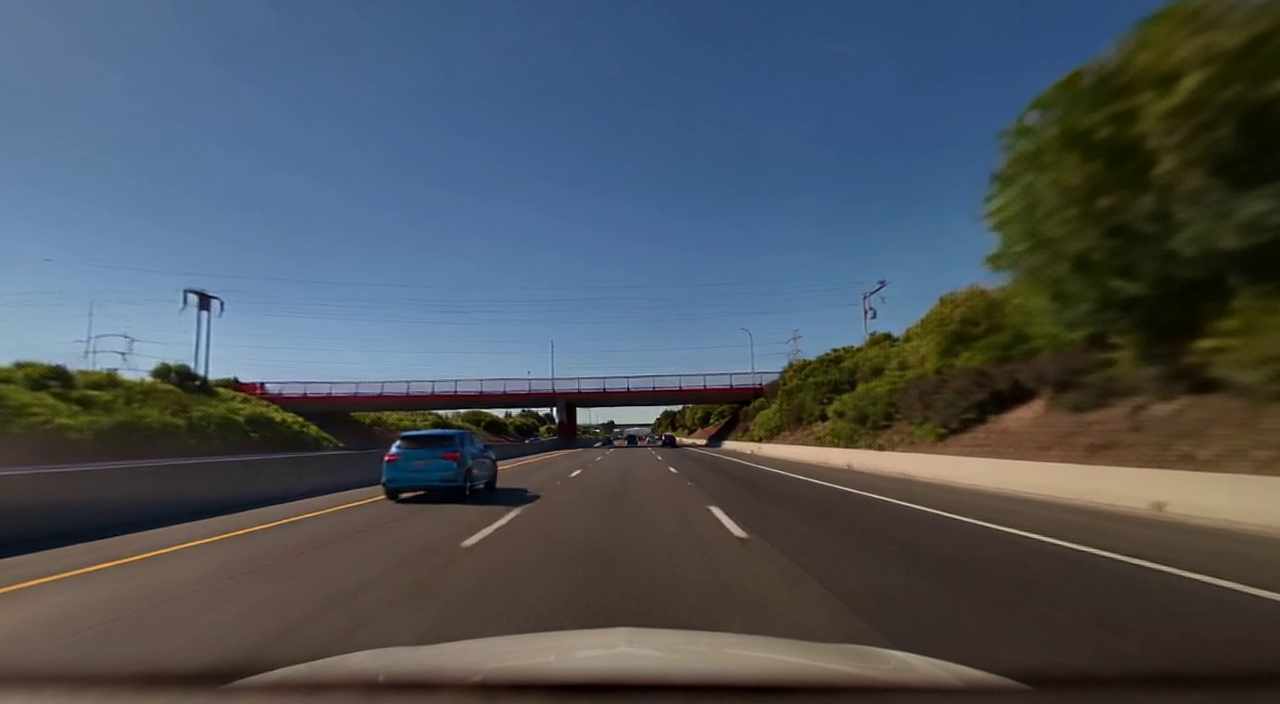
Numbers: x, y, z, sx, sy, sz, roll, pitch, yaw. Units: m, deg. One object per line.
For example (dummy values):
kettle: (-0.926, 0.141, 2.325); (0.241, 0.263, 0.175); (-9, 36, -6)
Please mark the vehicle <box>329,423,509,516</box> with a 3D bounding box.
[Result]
vehicle: (-4.176, 2.279, 12.853); (2.074, 1.535, 4.437); (0, -8, 0)
